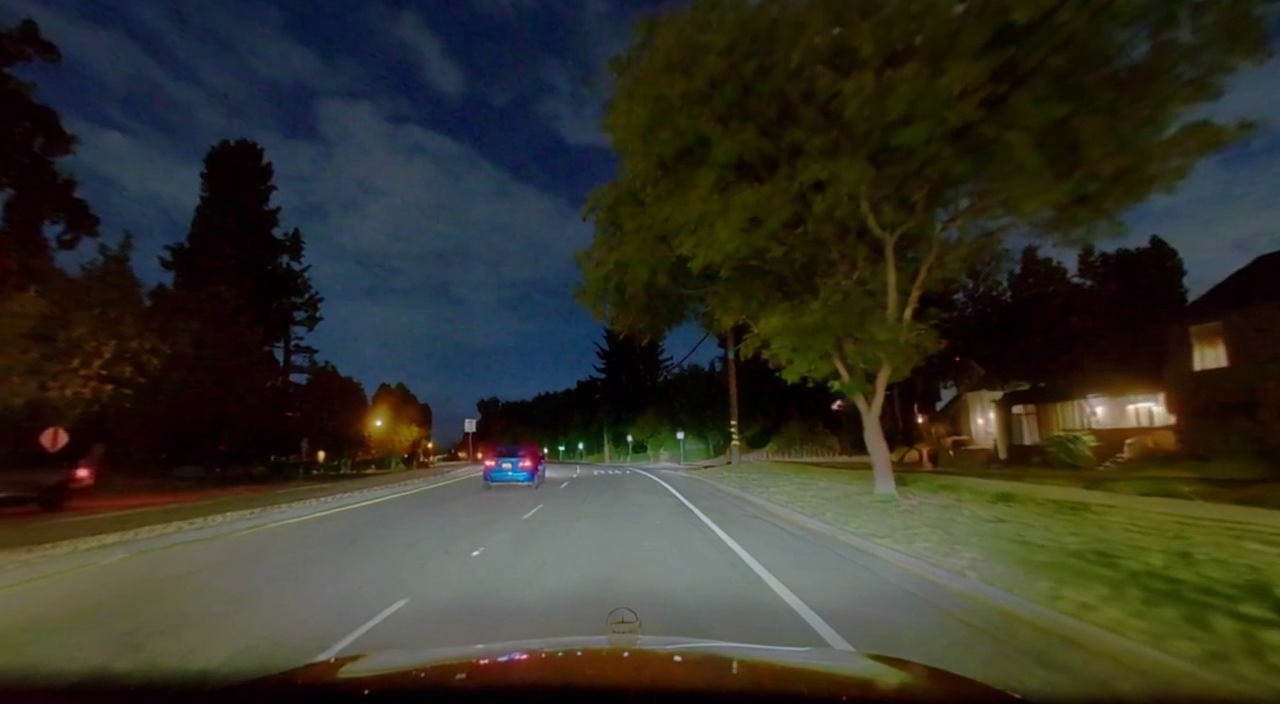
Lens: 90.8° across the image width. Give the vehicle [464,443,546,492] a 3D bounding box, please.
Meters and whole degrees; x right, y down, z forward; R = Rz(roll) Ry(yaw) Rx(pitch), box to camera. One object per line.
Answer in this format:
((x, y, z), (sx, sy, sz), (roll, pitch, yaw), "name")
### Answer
((-4.563, 3.954, 22.116), (1.980, 1.508, 4.502), (0, -8, -2), "vehicle")
